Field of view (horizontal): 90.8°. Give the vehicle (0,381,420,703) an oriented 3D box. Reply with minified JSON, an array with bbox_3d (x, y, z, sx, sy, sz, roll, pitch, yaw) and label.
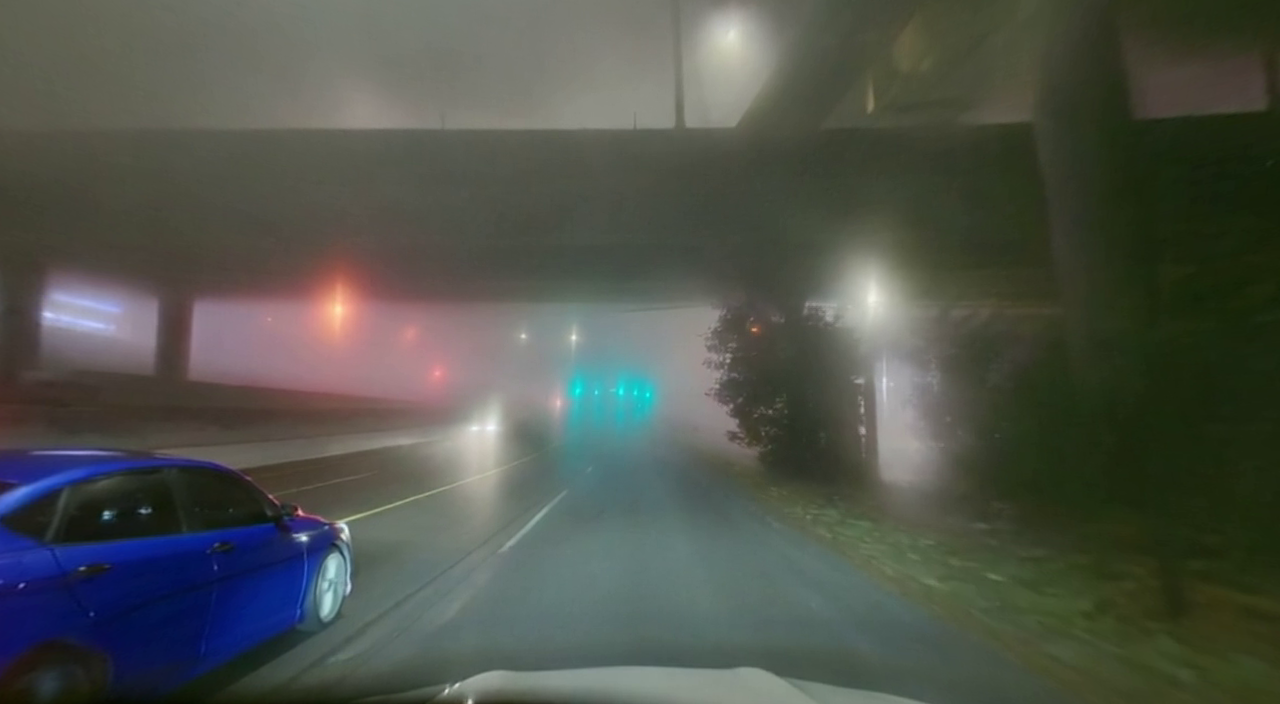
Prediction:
[{"bbox_3d":[-3.158,1.108,3.876,2.041,1.470,4.290,0,-9,0],"label":"vehicle"}]
